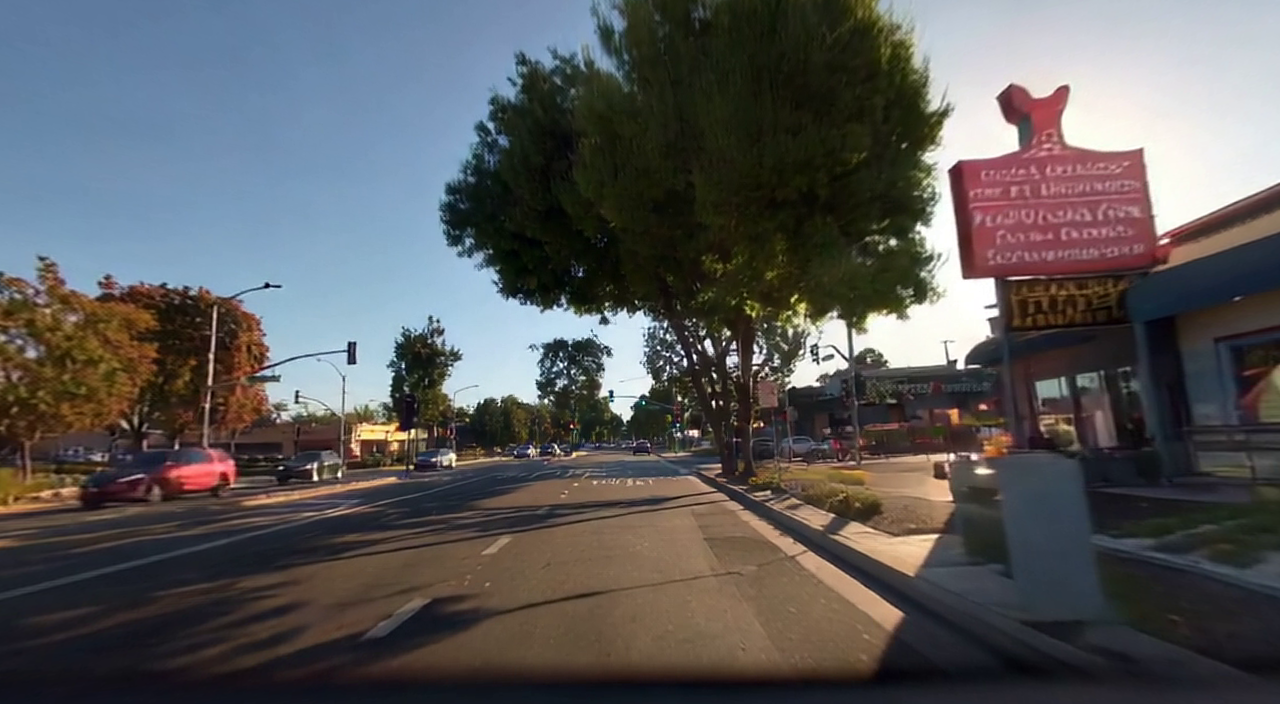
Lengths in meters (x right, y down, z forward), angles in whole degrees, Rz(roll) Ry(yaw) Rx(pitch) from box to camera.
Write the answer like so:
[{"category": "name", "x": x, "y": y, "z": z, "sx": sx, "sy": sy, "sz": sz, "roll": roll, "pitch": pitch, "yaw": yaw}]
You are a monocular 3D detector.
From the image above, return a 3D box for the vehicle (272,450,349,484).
[{"category": "vehicle", "x": -16.775, "y": 5.821, "z": 32.285, "sx": 1.768, "sy": 1.532, "sz": 4.216, "roll": -1, "pitch": -8, "yaw": -1}]

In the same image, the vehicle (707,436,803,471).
[{"category": "vehicle", "x": 5.825, "y": 5.099, "z": 31.823, "sx": 4.361, "sy": 1.607, "sz": 2.191, "roll": 5, "pitch": -10, "yaw": -32}]

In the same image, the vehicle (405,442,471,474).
[{"category": "vehicle", "x": -12.083, "y": 6.378, "z": 38.061, "sx": 2.333, "sy": 1.775, "sz": 4.889, "roll": 0, "pitch": -9, "yaw": 0}]

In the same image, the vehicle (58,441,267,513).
[{"category": "vehicle", "x": -12.499, "y": 3.263, "z": 16.979, "sx": 2.145, "sy": 1.660, "sz": 4.423, "roll": 0, "pitch": -9, "yaw": 0}]
